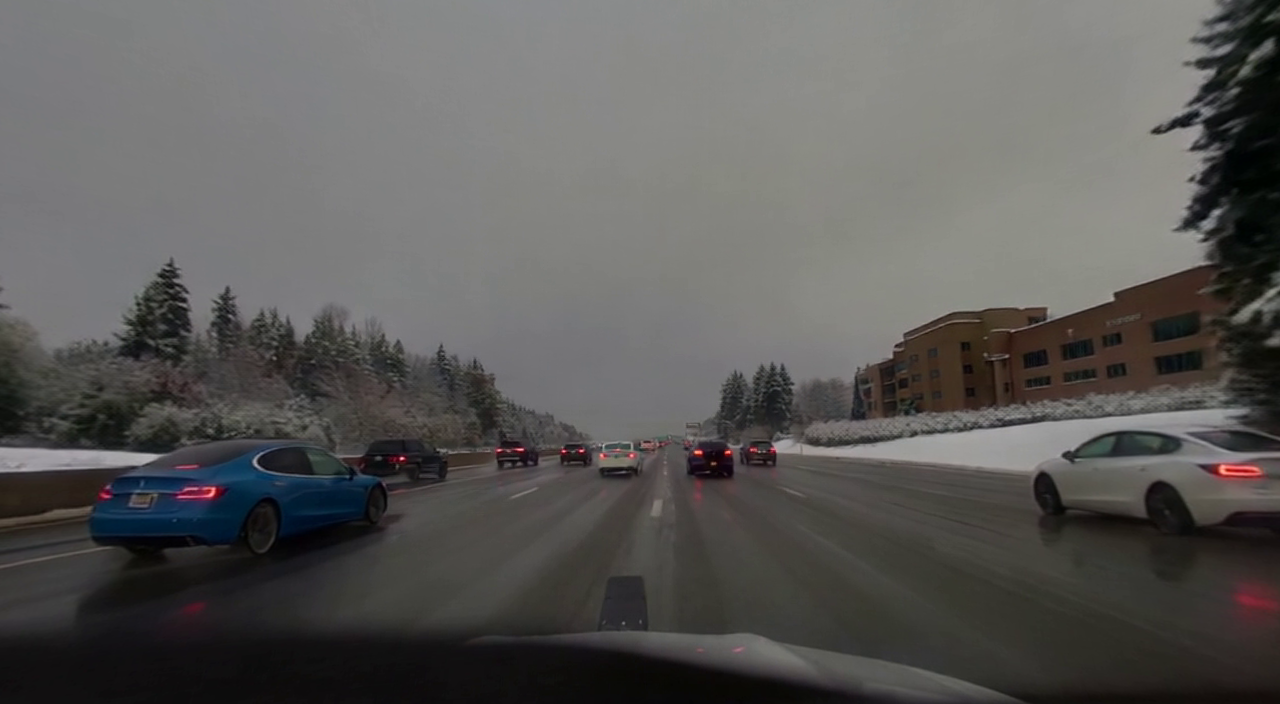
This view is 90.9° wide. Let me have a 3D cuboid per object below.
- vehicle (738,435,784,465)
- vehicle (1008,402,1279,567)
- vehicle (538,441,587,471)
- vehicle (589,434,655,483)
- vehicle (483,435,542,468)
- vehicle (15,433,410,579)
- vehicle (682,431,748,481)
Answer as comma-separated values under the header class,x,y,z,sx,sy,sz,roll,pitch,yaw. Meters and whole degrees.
class,x,y,z,sx,sy,sz,roll,pitch,yaw
vehicle,7.671,6.237,40.368,2.071,1.754,4.484,0,-8,1
vehicle,7.758,1.732,9.062,1.960,1.726,5.016,0,-8,1
vehicle,-4.065,5.497,33.709,1.886,1.455,4.148,-1,-8,3
vehicle,-0.569,3.931,23.592,2.102,1.624,4.257,-1,-8,3
vehicle,-7.553,5.932,37.881,2.187,1.851,5.085,-1,-8,4
vehicle,-5.304,1.920,8.896,2.116,1.473,4.644,-1,-8,4
vehicle,2.763,3.941,24.151,2.114,1.715,4.136,-1,-8,2
